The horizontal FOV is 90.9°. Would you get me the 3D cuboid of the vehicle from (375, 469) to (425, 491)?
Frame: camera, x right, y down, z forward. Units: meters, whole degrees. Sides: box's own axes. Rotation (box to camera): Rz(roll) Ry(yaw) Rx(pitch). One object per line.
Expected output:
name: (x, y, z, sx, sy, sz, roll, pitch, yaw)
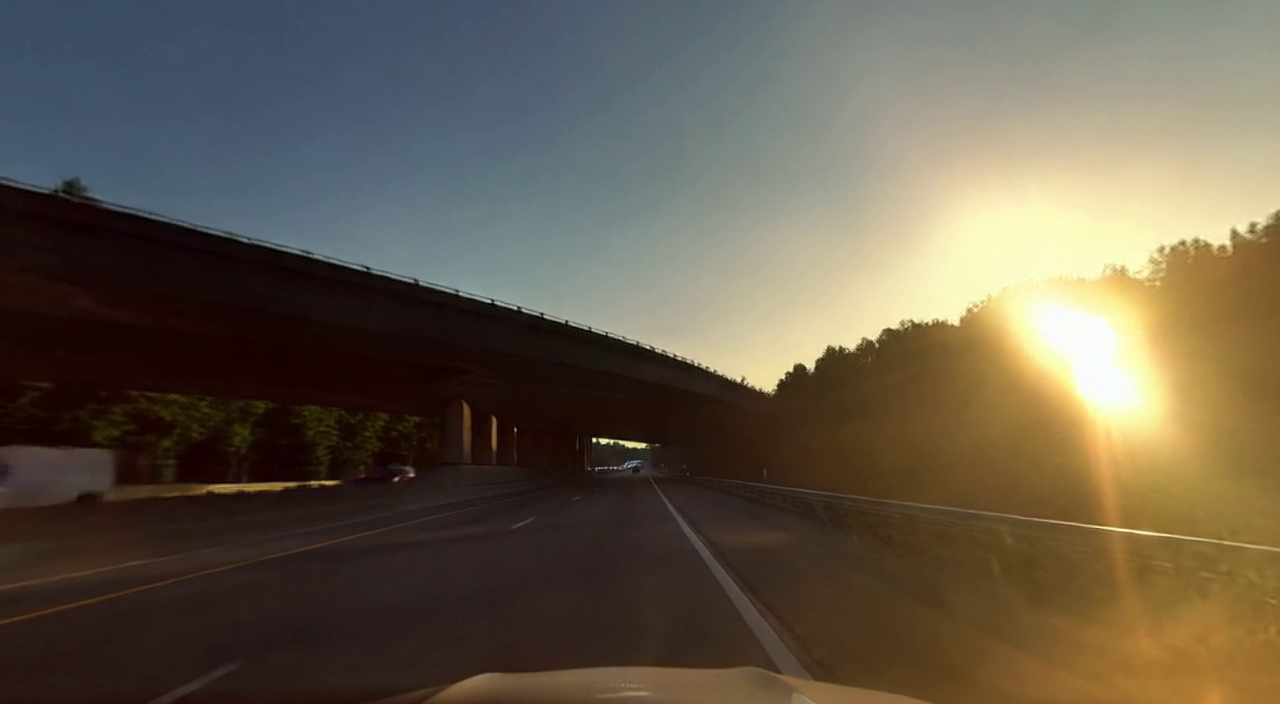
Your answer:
vehicle: (-17.143, 9.172, 45.251, 1.877, 1.446, 4.240, 1, -10, 0)
